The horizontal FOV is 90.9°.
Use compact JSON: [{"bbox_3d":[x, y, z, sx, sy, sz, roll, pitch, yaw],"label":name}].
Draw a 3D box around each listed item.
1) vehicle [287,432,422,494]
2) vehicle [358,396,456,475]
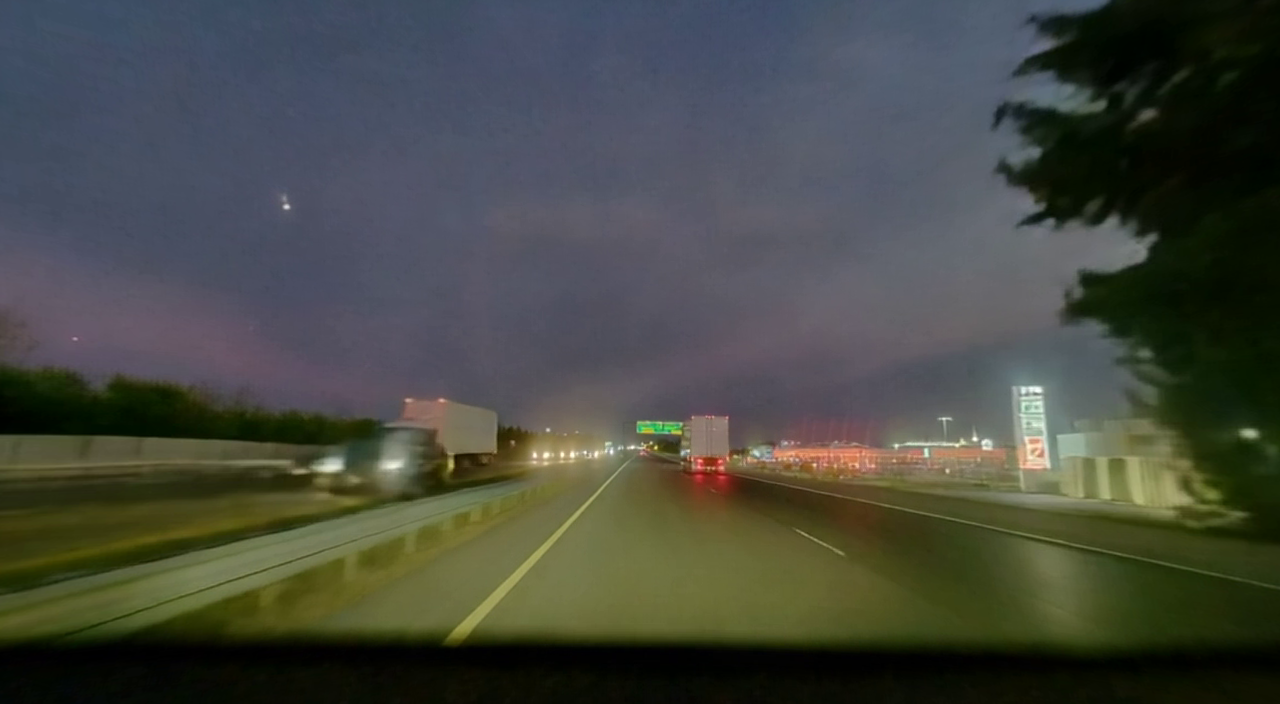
[{"bbox_3d":[-8.029,3.146,18.213,1.914,1.557,4.081,0,-9,0],"label":"vehicle"},{"bbox_3d":[-12.594,4.641,34.721,3.039,3.949,5.950,0,-9,-1],"label":"vehicle"}]
